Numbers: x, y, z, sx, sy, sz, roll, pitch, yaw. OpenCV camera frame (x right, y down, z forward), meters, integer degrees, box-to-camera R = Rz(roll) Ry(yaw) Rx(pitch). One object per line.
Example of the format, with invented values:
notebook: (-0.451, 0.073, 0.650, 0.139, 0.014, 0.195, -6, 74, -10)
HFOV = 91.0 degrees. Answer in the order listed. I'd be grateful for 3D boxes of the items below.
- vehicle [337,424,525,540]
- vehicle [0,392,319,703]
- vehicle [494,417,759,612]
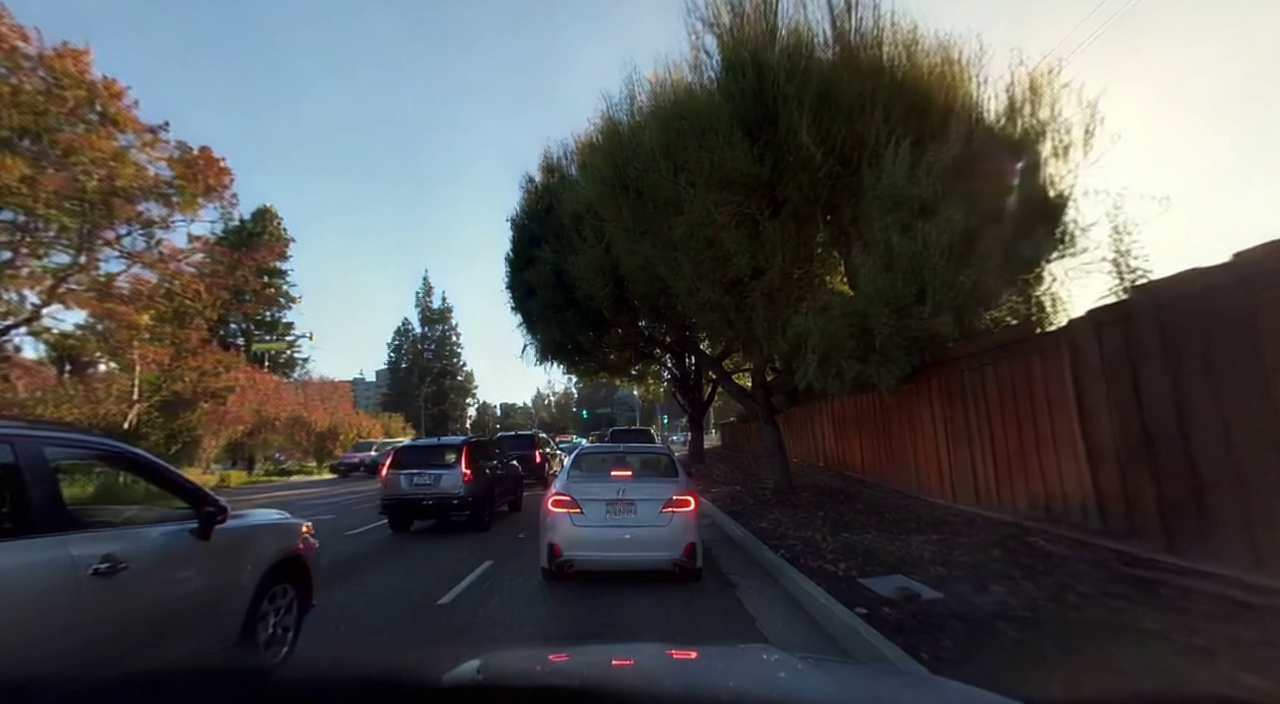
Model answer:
vehicle: (-3.230, 2.064, 10.578, 1.850, 1.582, 3.688, 0, -8, 0)
vehicle: (-3.167, 0.864, 1.859, 1.980, 1.520, 4.636, 0, -8, 0)
vehicle: (-0.137, 1.522, 6.768, 1.995, 1.460, 3.865, 0, -8, -1)
